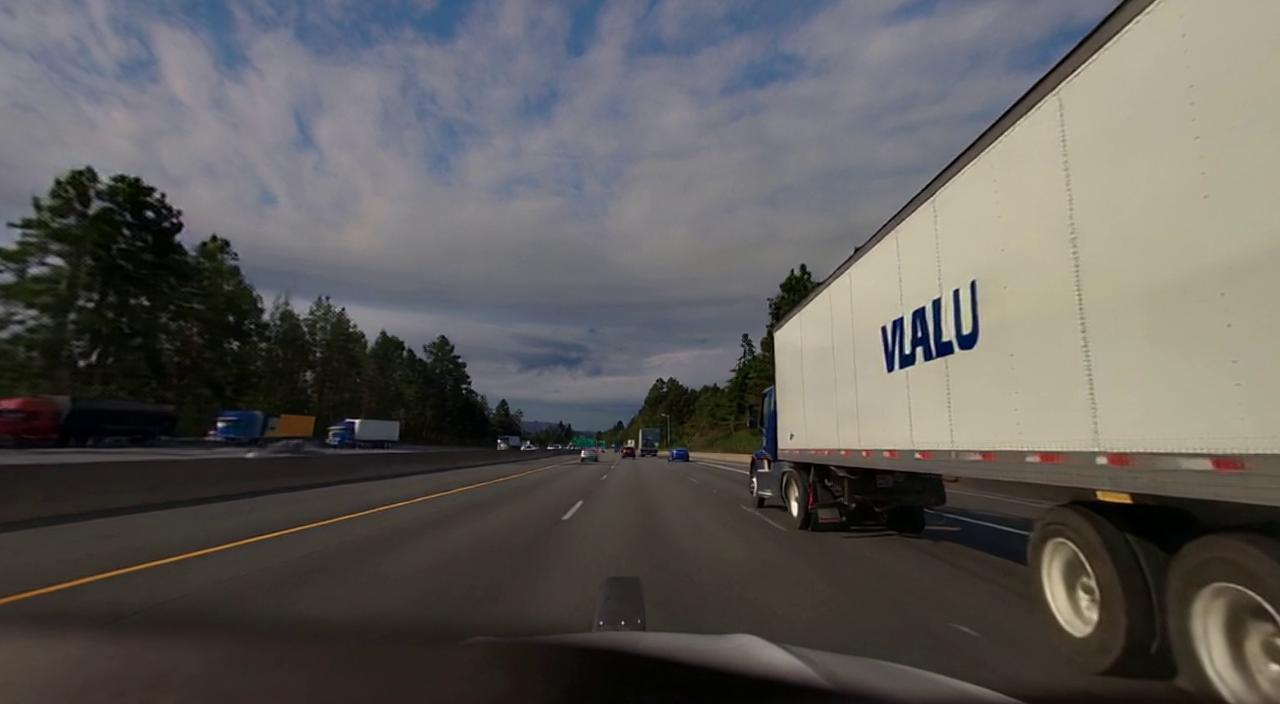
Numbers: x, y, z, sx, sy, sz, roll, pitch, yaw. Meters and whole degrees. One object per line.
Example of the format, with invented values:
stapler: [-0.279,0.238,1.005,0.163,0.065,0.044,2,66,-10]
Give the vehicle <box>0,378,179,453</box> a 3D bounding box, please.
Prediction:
vehicle: [-36.191,4.436,40.267,2.904,3.980,13.490,-1,-9,2]

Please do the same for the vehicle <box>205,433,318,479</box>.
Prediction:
vehicle: [-13.919,3.846,23.465,1.949,1.543,3.691,0,-9,-2]

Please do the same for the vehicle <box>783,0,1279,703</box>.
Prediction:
vehicle: [4.406,0.127,5.162,2.847,4.075,14.244,0,-9,-1]
